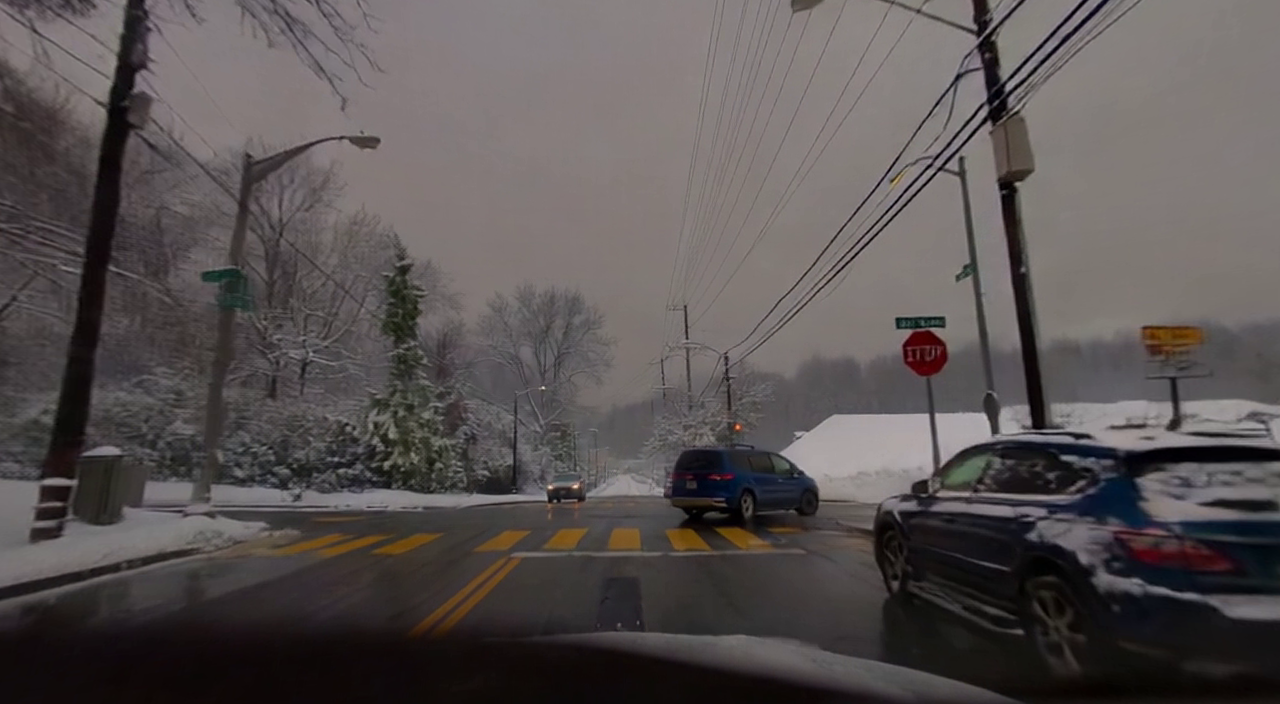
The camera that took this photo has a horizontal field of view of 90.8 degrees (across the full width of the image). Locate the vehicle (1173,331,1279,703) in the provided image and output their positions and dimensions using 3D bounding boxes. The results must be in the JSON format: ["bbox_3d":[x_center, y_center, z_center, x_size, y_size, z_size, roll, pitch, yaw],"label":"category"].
[{"bbox_3d":[3.343,0.522,0.382,2.039,1.731,4.428,0,-8,-2],"label":"vehicle"}]

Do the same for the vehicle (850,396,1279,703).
[{"bbox_3d":[3.266,1.292,4.755,1.933,1.612,3.941,0,-8,-1],"label":"vehicle"}]

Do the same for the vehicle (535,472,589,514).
[{"bbox_3d":[-3.502,6.415,29.000,1.911,1.563,4.057,0,-8,0],"label":"vehicle"}]

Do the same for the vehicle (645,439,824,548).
[{"bbox_3d":[2.196,2.747,13.203,2.214,1.789,4.872,-4,-9,27],"label":"vehicle"}]
